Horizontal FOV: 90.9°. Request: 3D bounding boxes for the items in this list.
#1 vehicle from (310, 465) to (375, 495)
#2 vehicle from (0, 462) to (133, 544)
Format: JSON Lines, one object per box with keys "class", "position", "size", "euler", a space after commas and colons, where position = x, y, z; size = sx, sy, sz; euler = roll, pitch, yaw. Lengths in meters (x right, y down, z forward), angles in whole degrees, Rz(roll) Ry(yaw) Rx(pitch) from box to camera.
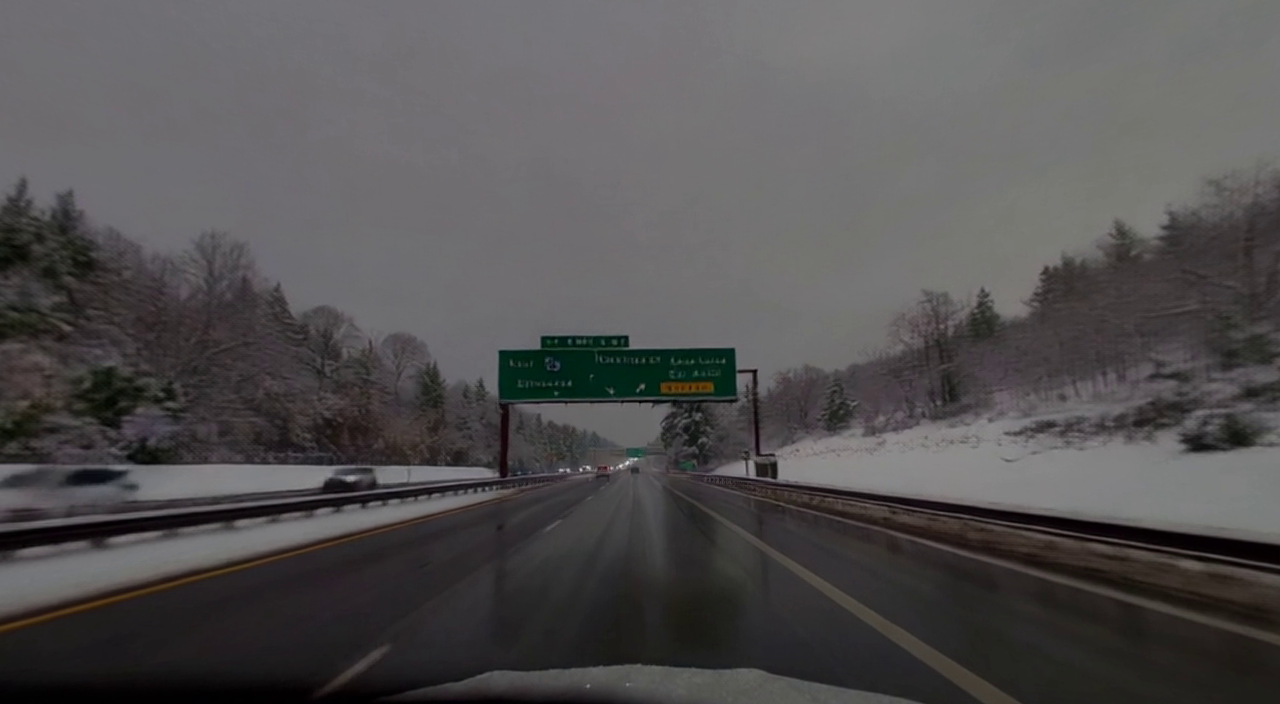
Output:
{"class": "vehicle", "position": [-16.364, 7.046, 34.863], "size": [1.709, 1.501, 3.758], "euler": [1, -11, 0]}
{"class": "vehicle", "position": [-12.709, 2.888, 12.269], "size": [1.942, 1.462, 4.503], "euler": [1, -11, -1]}
